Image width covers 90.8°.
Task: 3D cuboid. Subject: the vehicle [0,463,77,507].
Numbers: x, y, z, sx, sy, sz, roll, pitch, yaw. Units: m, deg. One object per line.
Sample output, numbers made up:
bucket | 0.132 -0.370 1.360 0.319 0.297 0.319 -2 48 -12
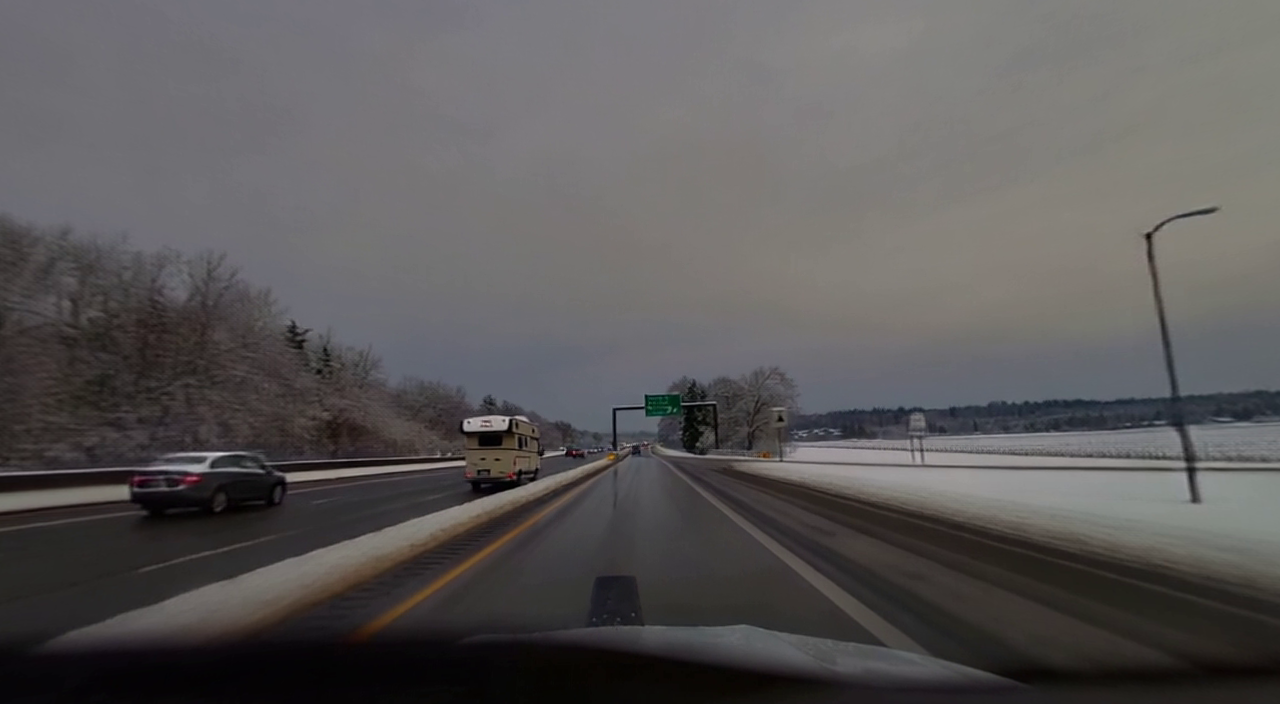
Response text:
vehicle | -22.835 4.723 22.532 1.749 1.431 3.912 0 -9 1

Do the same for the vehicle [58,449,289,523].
vehicle | -10.676 3.060 15.028 1.922 1.448 4.638 0 -9 1

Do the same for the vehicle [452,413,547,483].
vehicle | -6.551 4.669 30.722 2.747 2.934 7.411 0 -9 1
